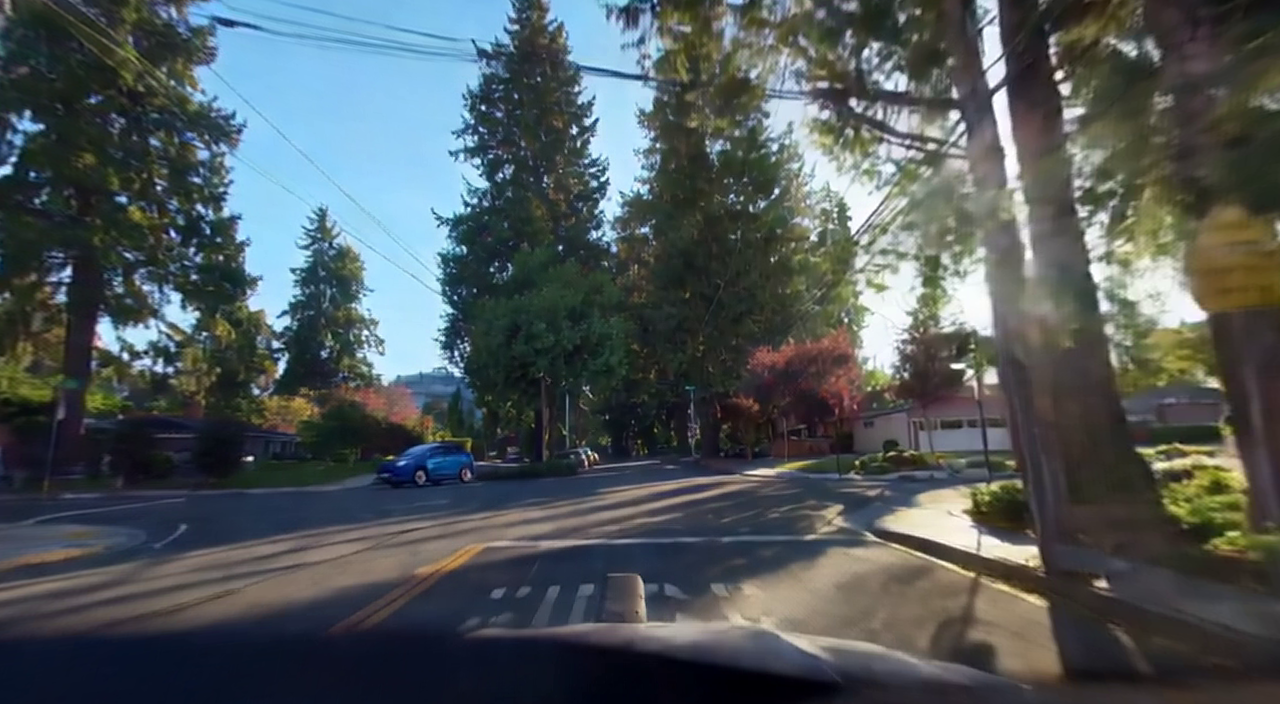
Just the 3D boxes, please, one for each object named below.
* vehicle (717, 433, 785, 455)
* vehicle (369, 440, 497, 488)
[{"bbox_3d":[8.455,7.065,48.554,4.784,1.647,1.947,0,-8,-4],"label":"vehicle"},{"bbox_3d":[-7.523,4.075,23.508,1.988,1.596,4.396,-4,-9,26],"label":"vehicle"}]
